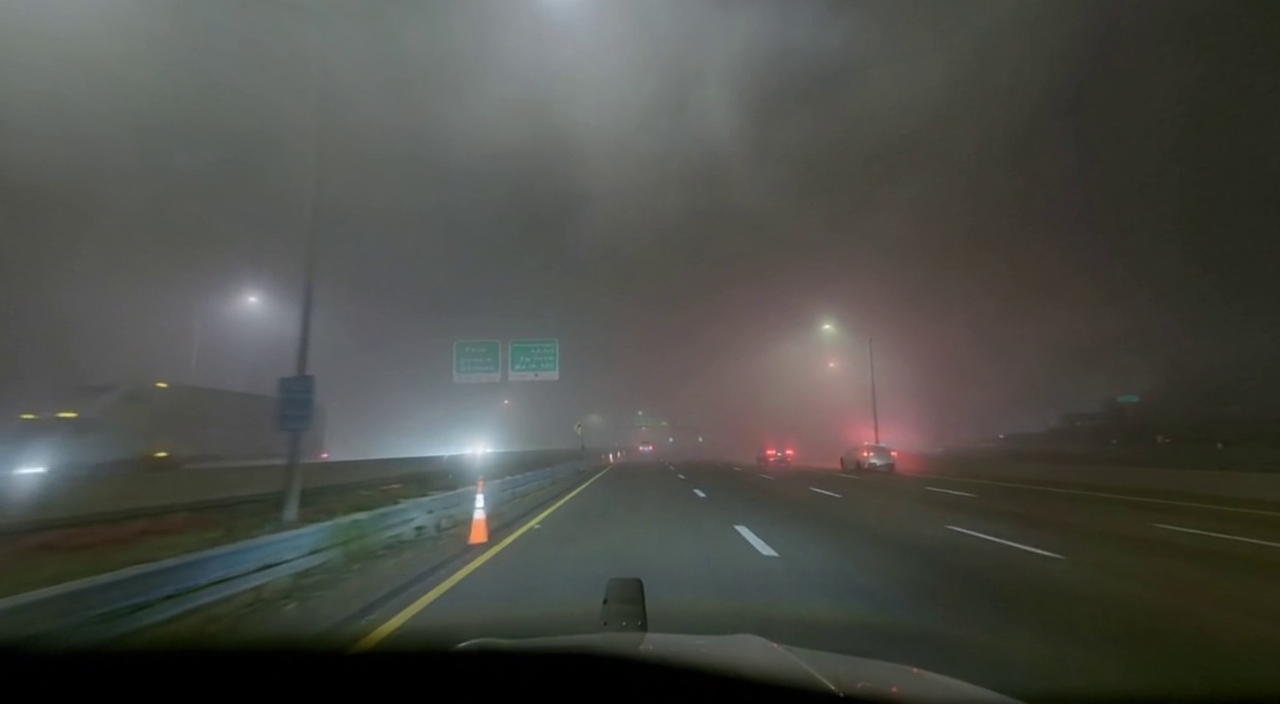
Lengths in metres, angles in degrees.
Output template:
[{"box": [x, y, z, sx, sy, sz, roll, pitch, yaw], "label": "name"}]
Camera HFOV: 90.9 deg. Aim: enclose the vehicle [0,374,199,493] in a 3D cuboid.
[{"box": [-20.175, 3.017, 23.081, 3.033, 3.698, 6.780, 0, -8, 0], "label": "vehicle"}]
